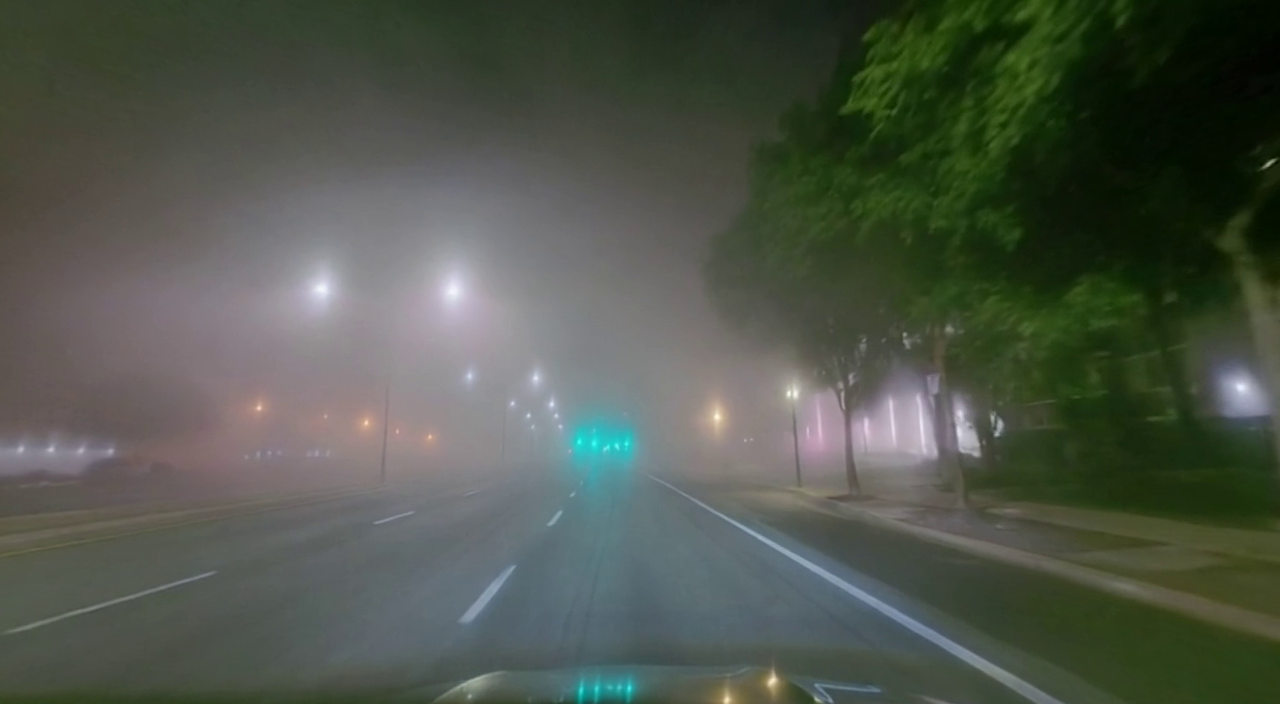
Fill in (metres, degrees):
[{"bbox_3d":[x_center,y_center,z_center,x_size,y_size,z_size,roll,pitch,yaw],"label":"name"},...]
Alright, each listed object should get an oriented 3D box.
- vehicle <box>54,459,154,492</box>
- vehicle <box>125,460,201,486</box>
[{"bbox_3d":[-33.169,7.600,39.310,2.031,1.789,5.081,0,-8,-5],"label":"vehicle"},{"bbox_3d":[-33.681,8.534,44.773,2.034,1.618,4.667,1,-8,-6],"label":"vehicle"}]
